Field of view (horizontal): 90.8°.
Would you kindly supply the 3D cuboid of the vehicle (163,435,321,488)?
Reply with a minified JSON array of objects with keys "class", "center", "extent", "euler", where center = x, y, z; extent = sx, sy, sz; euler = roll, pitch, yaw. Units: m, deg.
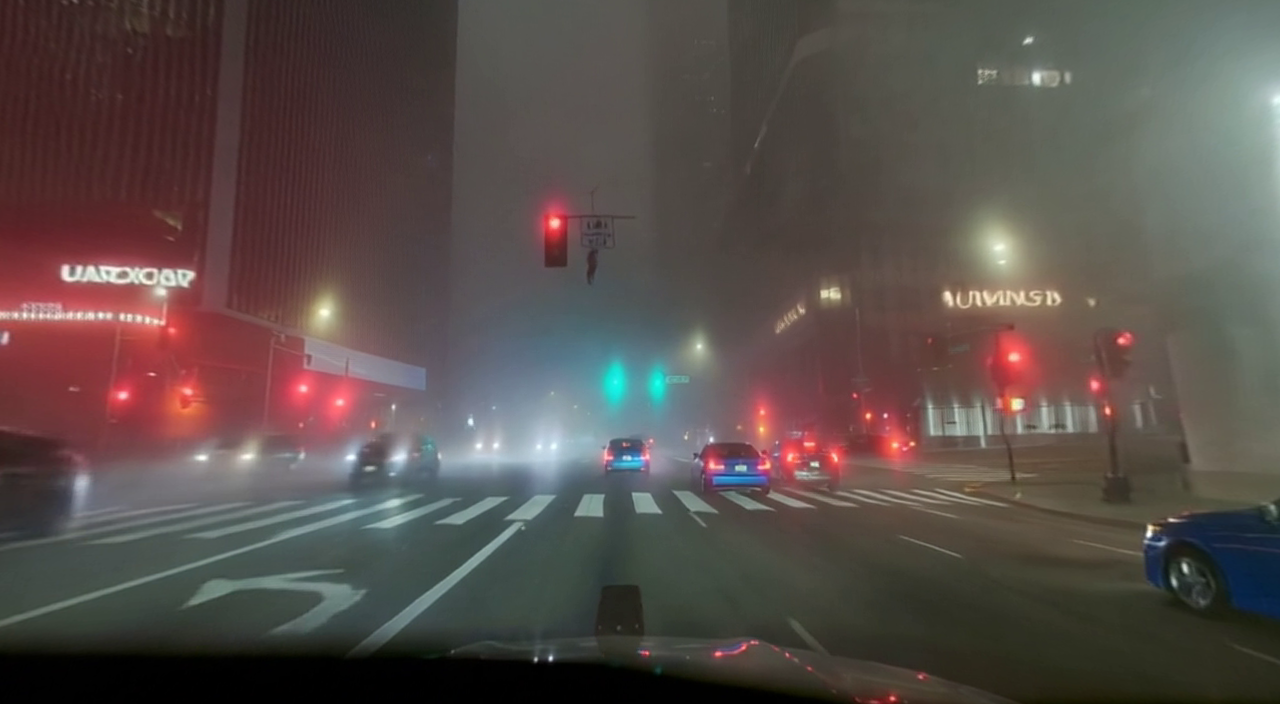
[{"class":"vehicle","center":[-12.774,3.523,20.785],"extent":[1.983,1.513,5.030],"euler":[0,-8,-1]}]

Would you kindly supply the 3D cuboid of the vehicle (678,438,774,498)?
[{"class":"vehicle","center":[2.271,3.219,18.024],"extent":[1.987,1.484,4.427],"euler":[0,-8,-2]}]

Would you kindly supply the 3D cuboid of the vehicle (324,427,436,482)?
[{"class":"vehicle","center":[-9.480,3.798,23.593],"extent":[2.142,1.817,4.823],"euler":[0,-8,0]}]

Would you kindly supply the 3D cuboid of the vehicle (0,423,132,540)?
[{"class":"vehicle","center":[-10.020,1.865,9.156],"extent":[1.879,1.637,4.100],"euler":[0,-8,0]}]

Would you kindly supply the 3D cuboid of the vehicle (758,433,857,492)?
[{"class":"vehicle","center":[5.488,3.673,21.410],"extent":[2.015,1.745,4.444],"euler":[0,-8,-2]}]

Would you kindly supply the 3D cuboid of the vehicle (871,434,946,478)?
[{"class":"vehicle","center":[12.089,4.599,28.251],"extent":[2.008,1.794,4.640],"euler":[-6,-10,35]}]

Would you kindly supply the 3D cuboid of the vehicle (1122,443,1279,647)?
[{"class":"vehicle","center":[5.674,1.283,3.737],"extent":[1.914,1.484,4.639],"euler":[0,-8,-1]}]

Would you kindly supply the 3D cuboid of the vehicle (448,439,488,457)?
[{"class":"vehicle","center":[-13.193,7.372,48.715],"extent":[1.939,1.326,4.340],"euler":[0,-8,0]}]

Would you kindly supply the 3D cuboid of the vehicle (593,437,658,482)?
[{"class":"vehicle","center":[-0.511,3.794,22.570],"extent":[2.096,1.457,4.160],"euler":[0,-8,-1]}]
